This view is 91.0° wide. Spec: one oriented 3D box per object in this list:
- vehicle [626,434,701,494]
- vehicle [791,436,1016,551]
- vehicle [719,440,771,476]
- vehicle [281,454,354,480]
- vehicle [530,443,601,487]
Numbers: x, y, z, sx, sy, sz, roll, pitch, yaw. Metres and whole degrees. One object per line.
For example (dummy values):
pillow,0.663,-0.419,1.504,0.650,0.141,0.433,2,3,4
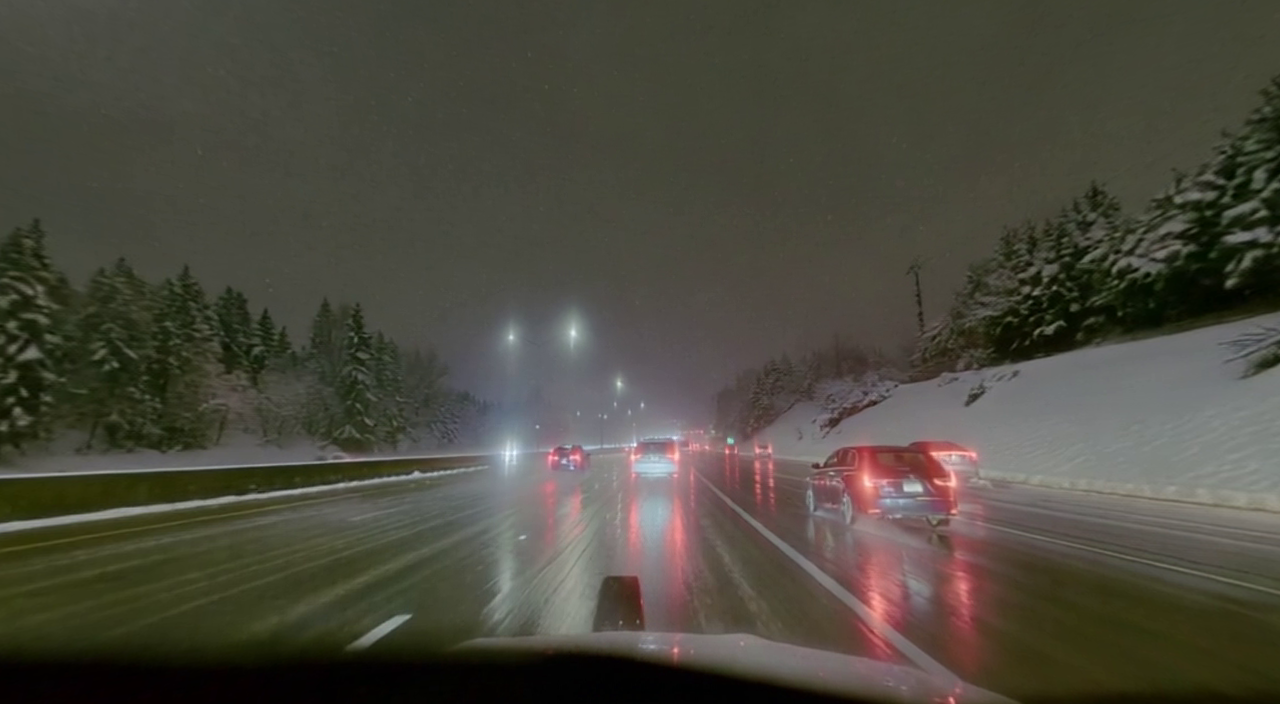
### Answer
vehicle,0.769,3.596,20.525,2.181,1.728,3.970,0,-9,2
vehicle,4.090,2.254,10.742,1.999,1.514,4.338,0,-9,1
vehicle,5.358,5.481,32.772,2.063,1.710,4.591,0,-9,1
vehicle,-21.210,7.569,41.683,1.902,1.522,5.027,0,-9,3
vehicle,-2.761,4.322,24.389,2.012,1.495,4.169,0,-9,3
